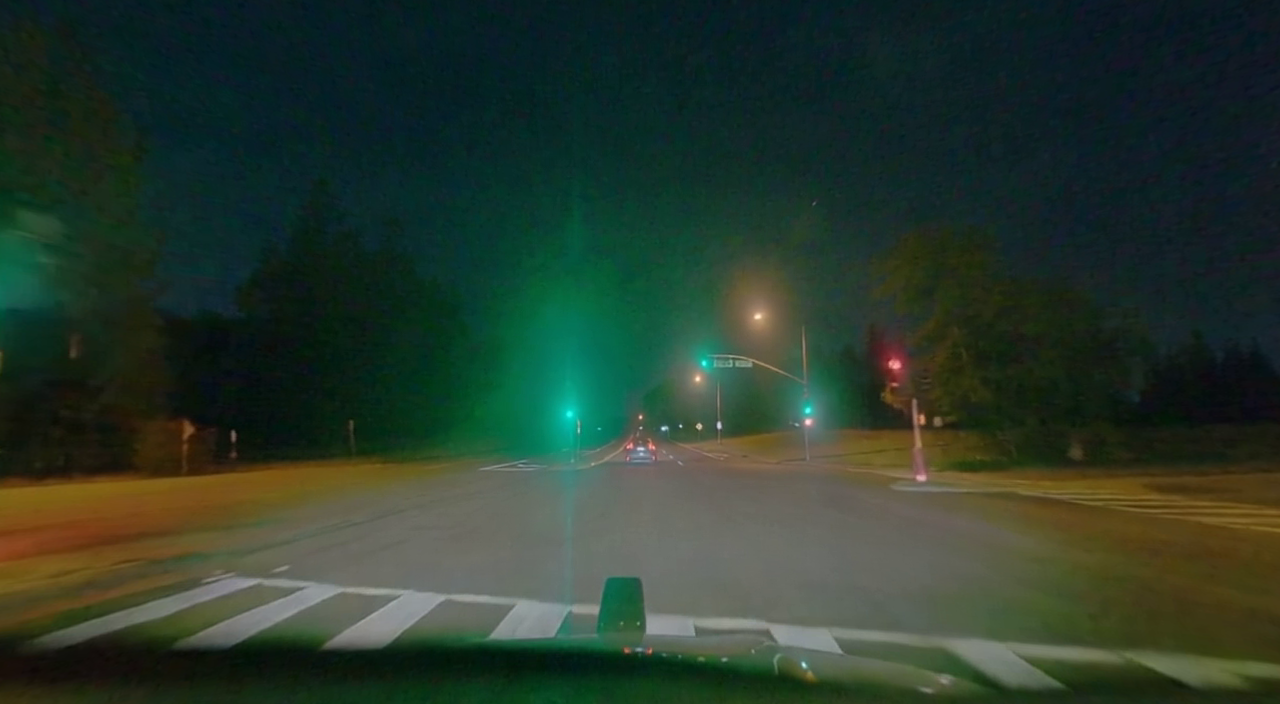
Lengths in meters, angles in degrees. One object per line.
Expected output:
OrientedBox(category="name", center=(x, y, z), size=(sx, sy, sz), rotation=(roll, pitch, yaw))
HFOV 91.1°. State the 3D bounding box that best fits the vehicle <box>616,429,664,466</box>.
OrientedBox(category="vehicle", center=(0.034, 4.805, 31.828), size=(2.256, 1.734, 4.176), rotation=(0, -8, 0))
